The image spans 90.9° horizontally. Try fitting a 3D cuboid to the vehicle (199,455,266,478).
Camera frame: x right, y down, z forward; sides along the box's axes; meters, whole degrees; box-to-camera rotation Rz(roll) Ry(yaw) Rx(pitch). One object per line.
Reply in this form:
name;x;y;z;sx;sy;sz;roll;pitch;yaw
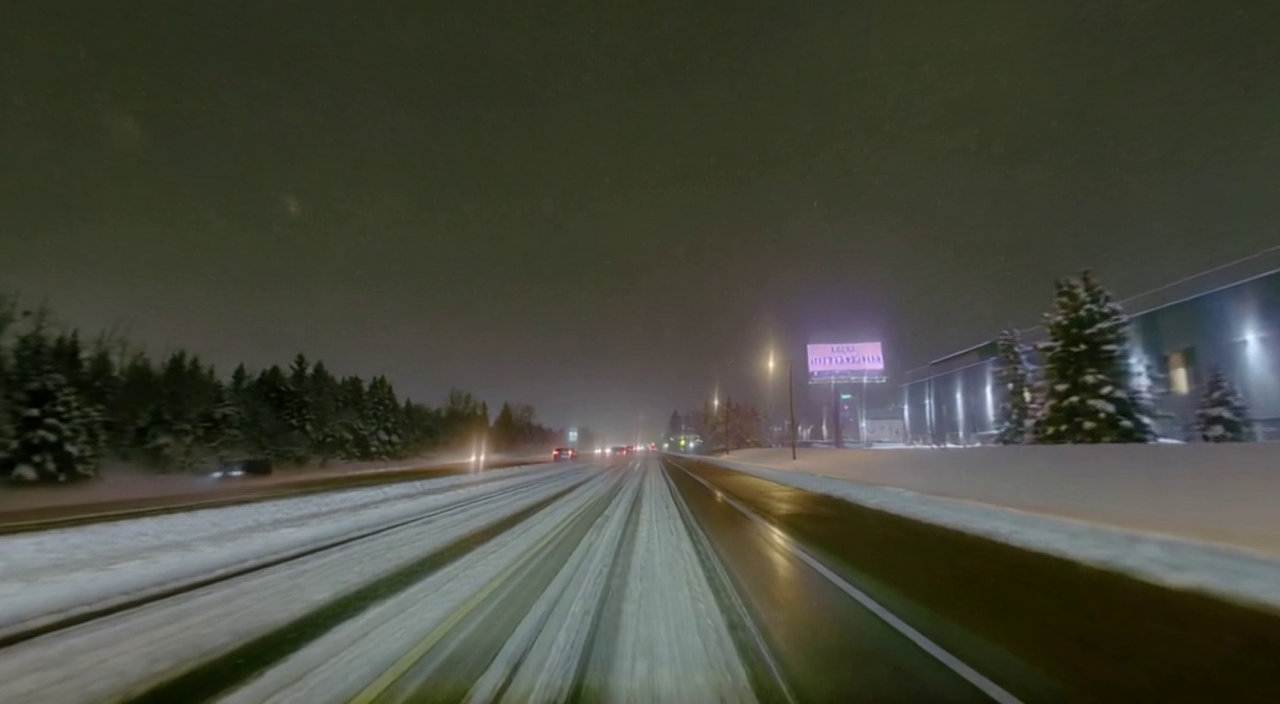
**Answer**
vehicle;-30.912;8.677;47.983;1.958;1.521;4.676;0;-8;1
